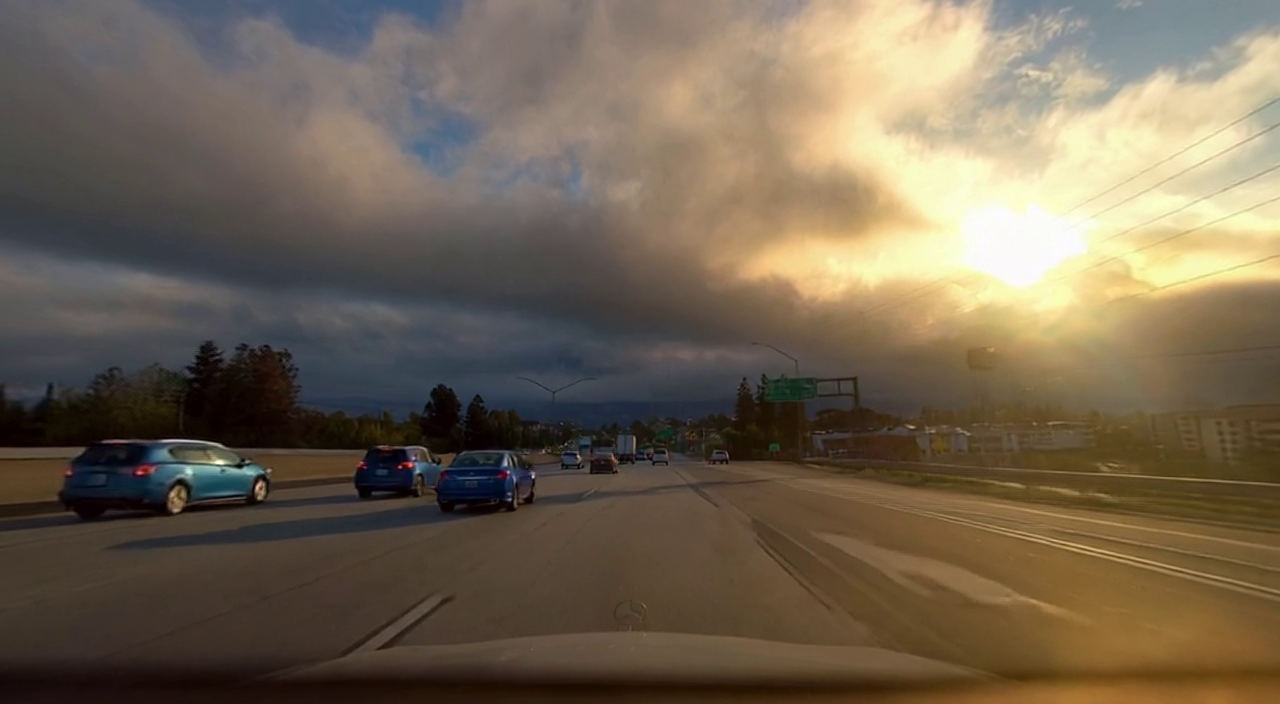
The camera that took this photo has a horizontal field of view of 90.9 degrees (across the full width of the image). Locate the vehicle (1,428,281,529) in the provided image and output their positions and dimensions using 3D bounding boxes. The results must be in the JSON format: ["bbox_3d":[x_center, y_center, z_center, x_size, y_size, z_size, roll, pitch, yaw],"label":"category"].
[{"bbox_3d":[-10.556,2.683,14.065,2.044,1.810,5.016,0,-8,1],"label":"vehicle"}]

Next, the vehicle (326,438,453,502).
[{"bbox_3d":[-7.332,3.482,19.025,1.970,1.682,4.297,0,-8,2],"label":"vehicle"}]

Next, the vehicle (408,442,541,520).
[{"bbox_3d":[-3.580,2.843,14.418,1.953,1.511,3.704,0,-8,1],"label":"vehicle"}]
